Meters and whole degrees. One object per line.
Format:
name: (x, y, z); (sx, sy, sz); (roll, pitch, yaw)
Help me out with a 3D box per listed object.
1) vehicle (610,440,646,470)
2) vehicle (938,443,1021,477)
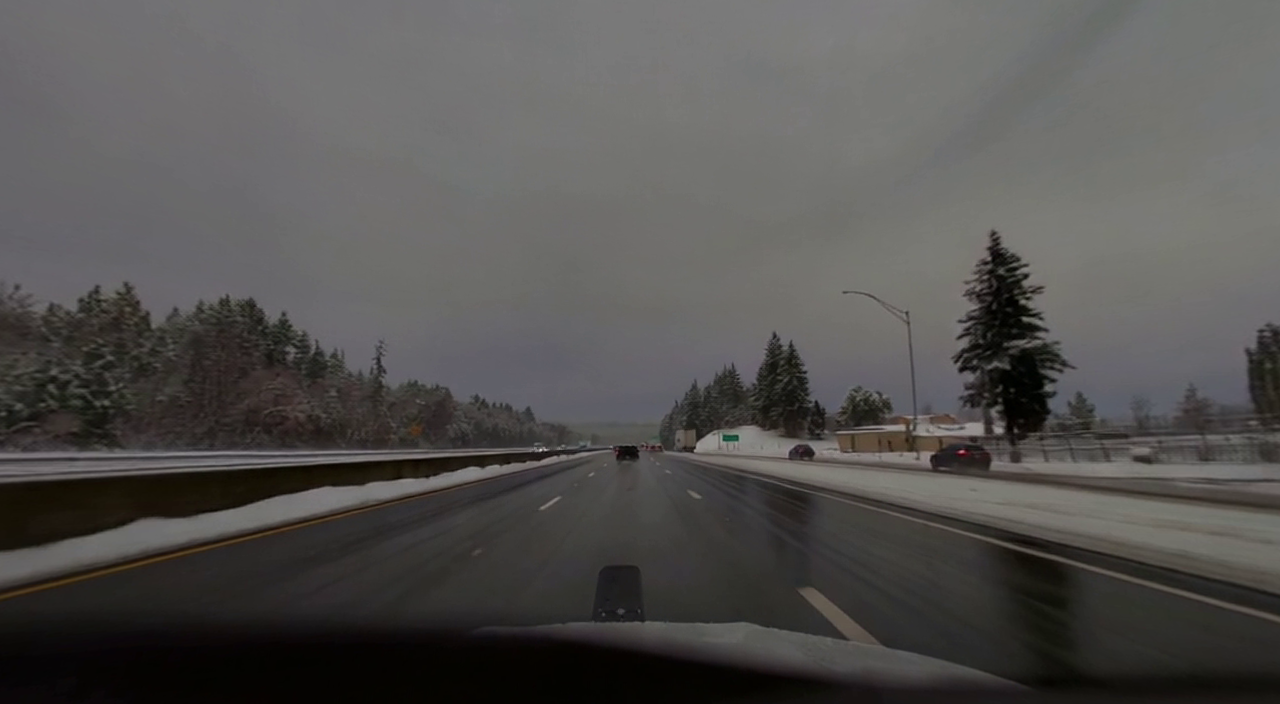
vehicle: (-0.697, 6.289, 38.730); (2.121, 1.739, 4.087); (0, -9, 0)
vehicle: (16.717, 5.337, 31.404); (1.867, 1.563, 4.436); (-1, -9, 3)
